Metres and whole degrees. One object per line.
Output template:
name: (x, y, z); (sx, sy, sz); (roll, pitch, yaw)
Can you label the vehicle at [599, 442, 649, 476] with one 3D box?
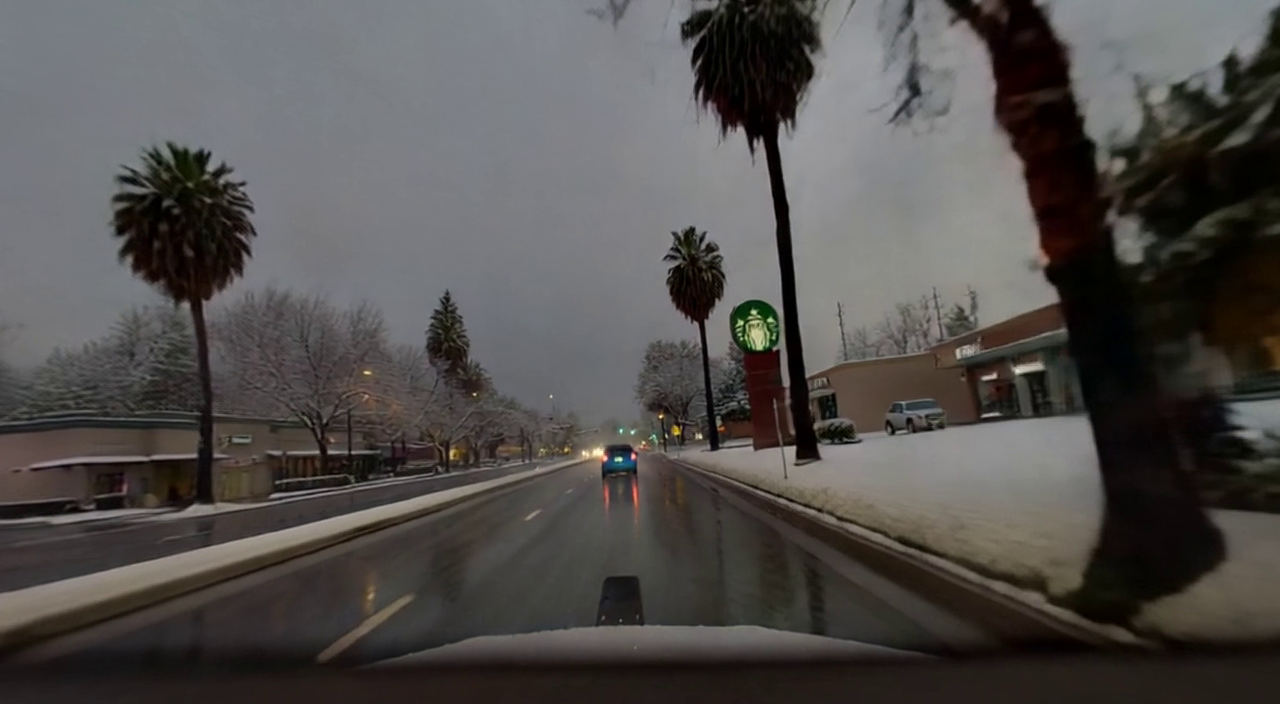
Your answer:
vehicle: (-0.685, 4.985, 29.706); (2.156, 1.462, 4.495); (0, -8, 0)
